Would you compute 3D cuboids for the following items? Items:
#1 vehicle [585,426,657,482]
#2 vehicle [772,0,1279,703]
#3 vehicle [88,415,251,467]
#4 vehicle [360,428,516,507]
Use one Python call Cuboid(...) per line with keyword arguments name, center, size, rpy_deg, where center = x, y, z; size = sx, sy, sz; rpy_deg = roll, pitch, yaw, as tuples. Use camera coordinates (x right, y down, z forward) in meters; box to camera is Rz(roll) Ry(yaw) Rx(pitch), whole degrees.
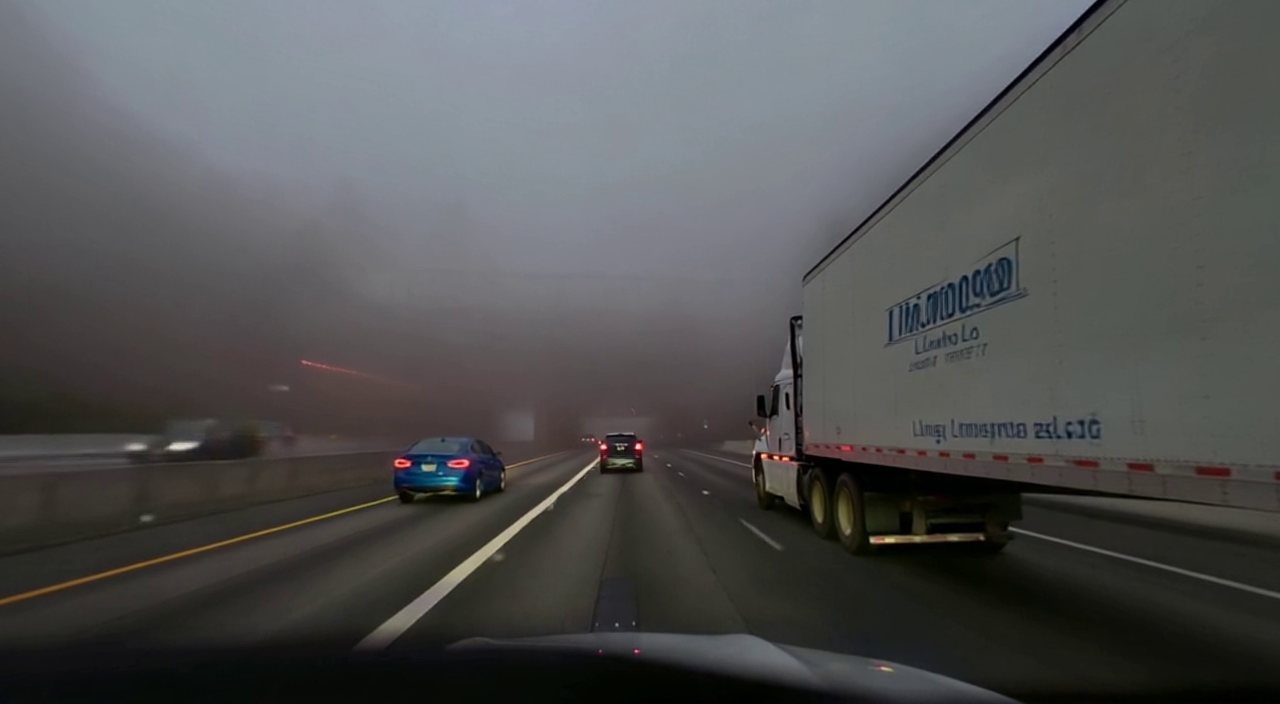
Cuboid(name="vehicle", center=(-0.582, 3.235, 20.285), size=(2.094, 1.600, 3.666), rpy_deg=(0, -8, -1))
Cuboid(name="vehicle", center=(3.826, -0.156, 3.804), size=(2.842, 4.108, 14.081), rpy_deg=(0, -8, -1))
Cuboid(name="vehicle", center=(-15.316, 2.943, 20.929), size=(1.844, 1.493, 4.736), rpy_deg=(0, -8, -1))
Cuboid(name="vehicle", center=(-4.167, 2.443, 13.887), size=(2.019, 1.435, 4.317), rpy_deg=(0, -8, 0))
